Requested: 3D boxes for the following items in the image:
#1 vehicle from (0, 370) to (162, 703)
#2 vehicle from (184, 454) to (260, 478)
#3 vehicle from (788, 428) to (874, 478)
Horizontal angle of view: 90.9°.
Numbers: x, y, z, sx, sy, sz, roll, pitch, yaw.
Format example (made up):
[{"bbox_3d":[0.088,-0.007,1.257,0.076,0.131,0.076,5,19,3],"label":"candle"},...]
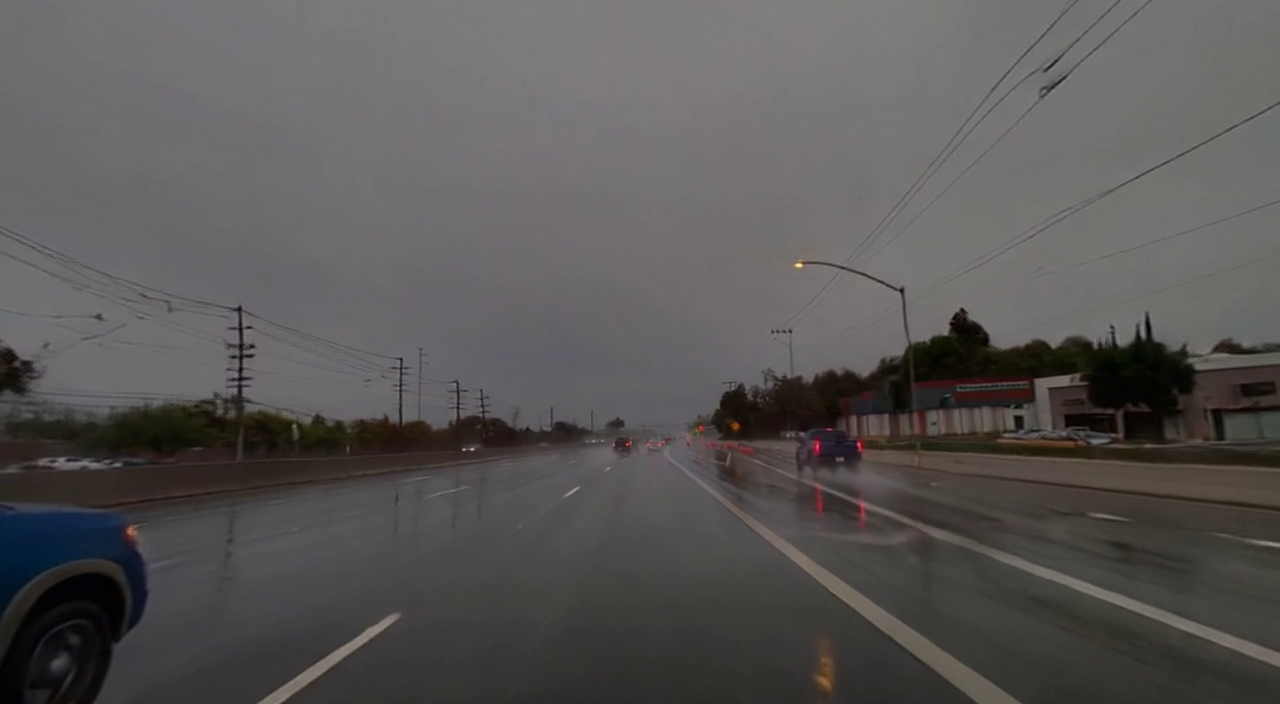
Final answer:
[{"bbox_3d":[-3.615,0.685,1.145,2.001,1.619,4.445,0,-8,0],"label":"vehicle"},{"bbox_3d":[-28.409,7.722,43.046,1.855,1.469,4.736,0,-8,1],"label":"vehicle"},{"bbox_3d":[7.679,4.118,26.017,2.186,1.840,5.289,-1,-8,4],"label":"vehicle"}]
